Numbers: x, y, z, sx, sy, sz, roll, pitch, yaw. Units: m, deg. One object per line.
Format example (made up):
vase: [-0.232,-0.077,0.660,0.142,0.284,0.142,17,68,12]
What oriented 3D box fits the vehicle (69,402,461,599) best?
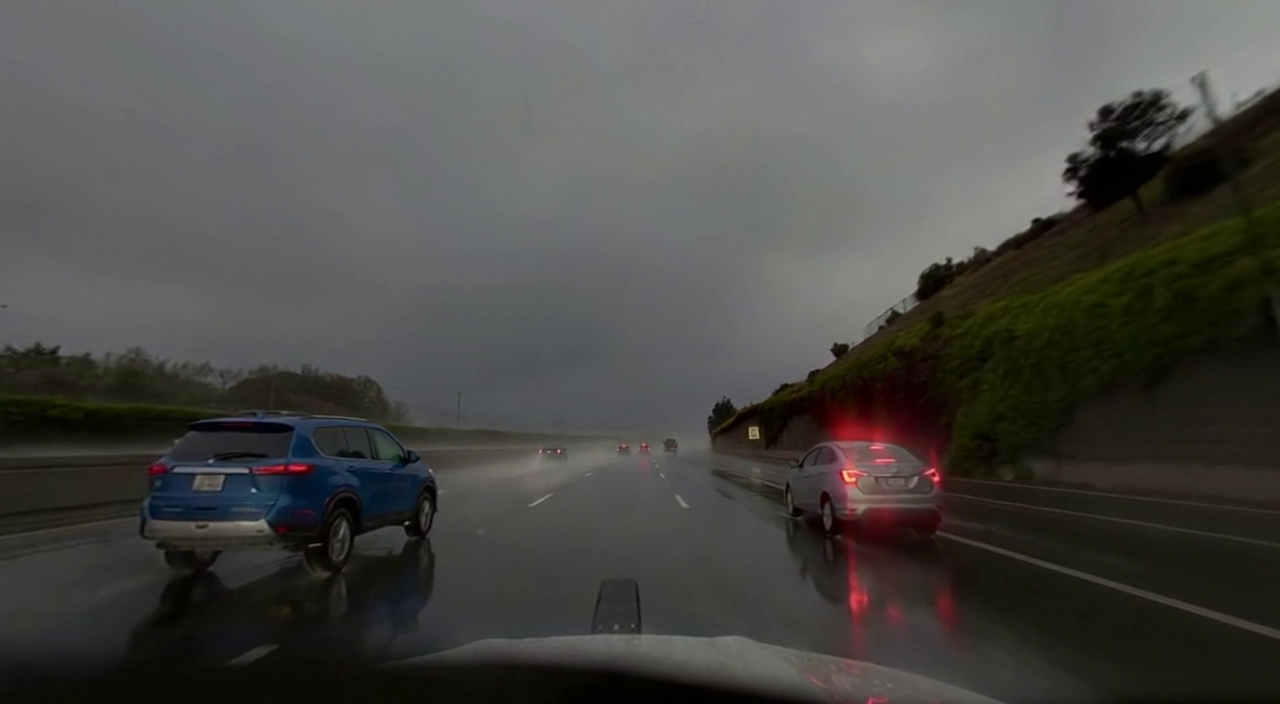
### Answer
vehicle: [-3.972,1.662,7.971,2.047,1.715,4.689,0,-9,0]

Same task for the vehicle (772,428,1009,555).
vehicle: [3.475,2.006,9.813,1.847,1.493,4.303,0,-9,-1]
